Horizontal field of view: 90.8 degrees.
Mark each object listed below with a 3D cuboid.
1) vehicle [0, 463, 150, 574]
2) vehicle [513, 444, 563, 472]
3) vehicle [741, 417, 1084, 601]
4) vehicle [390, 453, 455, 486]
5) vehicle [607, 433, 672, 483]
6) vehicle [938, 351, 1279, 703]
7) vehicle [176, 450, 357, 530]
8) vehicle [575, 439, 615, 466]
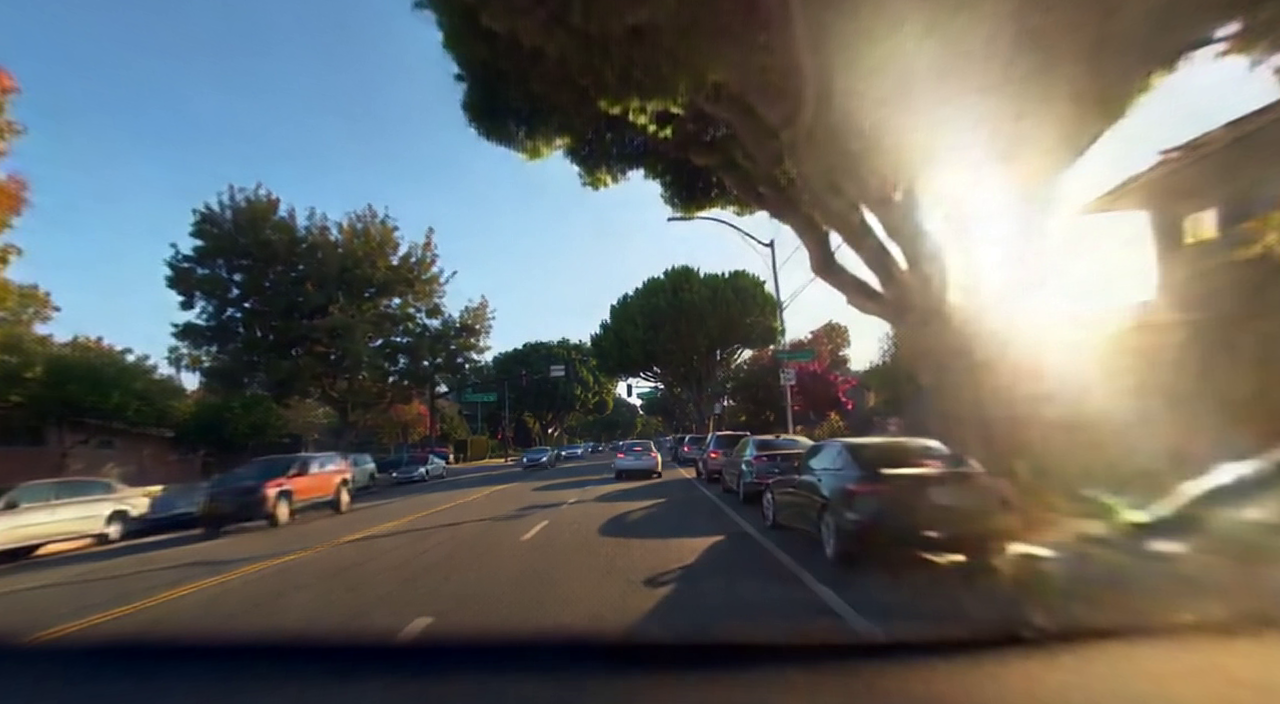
[{"bbox_3d":[-12.194,3.169,11.843,1.979,1.815,5.139,-6,-8,0],"label":"vehicle"},{"bbox_3d":[-5.803,6.086,36.451,1.987,1.478,4.693,0,-8,1],"label":"vehicle"},{"bbox_3d":[2.637,1.642,7.612,2.030,1.505,4.626,0,-8,0],"label":"vehicle"},{"bbox_3d":[-12.076,6.543,35.417,2.070,1.610,4.356,0,-8,1],"label":"vehicle"},{"bbox_3d":[-0.013,3.682,22.233,2.041,1.575,4.304,0,-8,0],"label":"vehicle"},{"bbox_3d":[2.656,0.701,1.060,2.079,1.552,4.642,0,-8,1],"label":"vehicle"},{"bbox_3d":[-9.017,3.316,15.771,1.918,1.648,4.163,0,-8,0],"label":"vehicle"},{"bbox_3d":[-2.737,6.214,39.211,2.117,1.528,4.277,0,-8,1],"label":"vehicle"}]
